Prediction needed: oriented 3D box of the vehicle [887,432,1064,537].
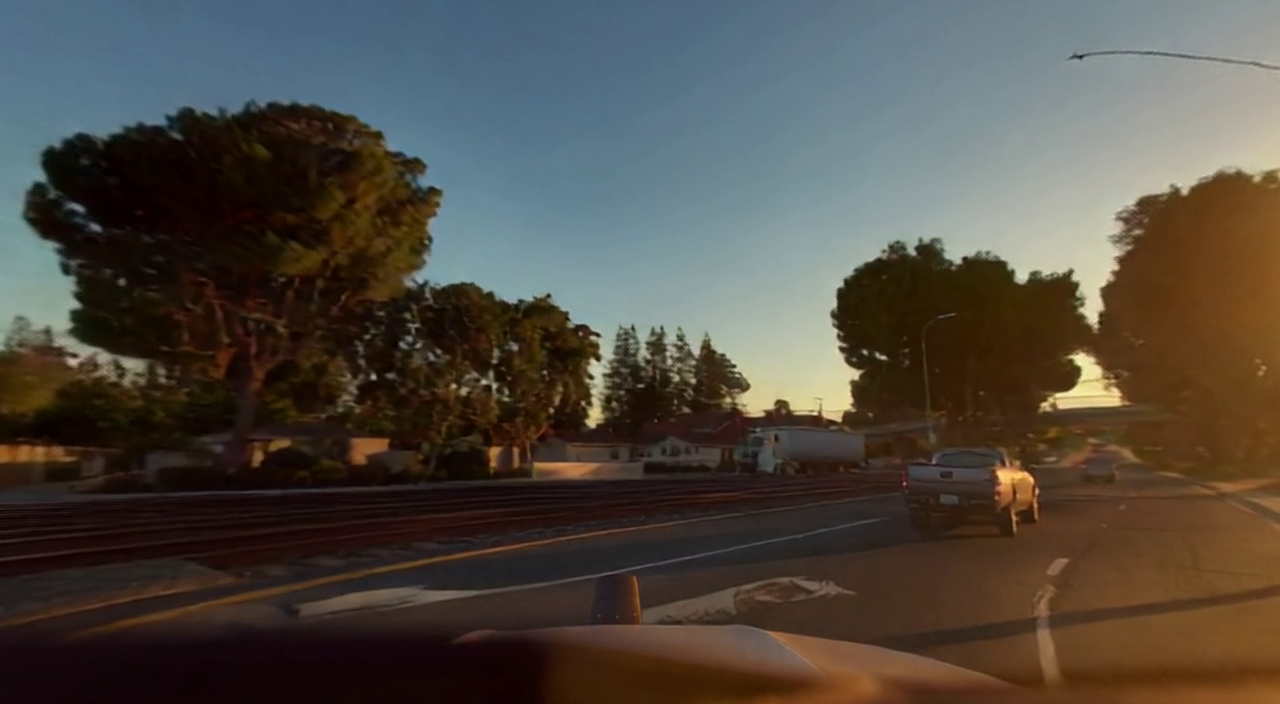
[{"bbox_3d":[7.866,2.890,14.521,2.404,1.926,5.251,-8,-12,39],"label":"vehicle"}]
